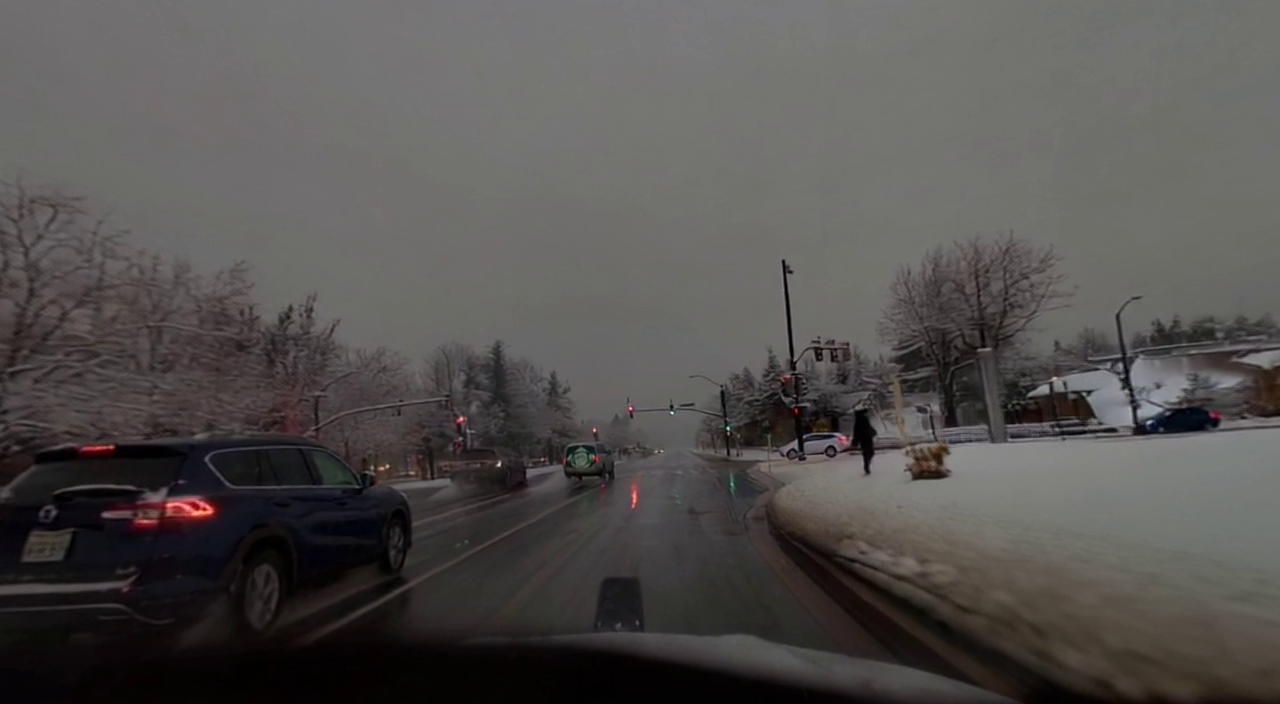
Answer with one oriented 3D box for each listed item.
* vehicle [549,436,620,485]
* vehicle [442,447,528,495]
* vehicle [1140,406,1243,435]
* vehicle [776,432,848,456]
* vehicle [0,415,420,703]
[{"bbox_3d":[-2.277,4.641,27.074,2.167,1.832,4.679,-2,-10,6],"label":"vehicle"},{"bbox_3d":[-6.452,4.976,26.871,2.160,1.779,4.549,-3,-9,5],"label":"vehicle"},{"bbox_3d":[36.352,4.602,41.831,4.852,1.680,1.997,-6,-11,36],"label":"vehicle"},{"bbox_3d":[13.242,7.162,48.836,4.916,1.746,2.077,-7,-11,36],"label":"vehicle"},{"bbox_3d":[-3.808,1.528,5.735,2.002,1.664,4.113,-2,-8,3],"label":"vehicle"}]
